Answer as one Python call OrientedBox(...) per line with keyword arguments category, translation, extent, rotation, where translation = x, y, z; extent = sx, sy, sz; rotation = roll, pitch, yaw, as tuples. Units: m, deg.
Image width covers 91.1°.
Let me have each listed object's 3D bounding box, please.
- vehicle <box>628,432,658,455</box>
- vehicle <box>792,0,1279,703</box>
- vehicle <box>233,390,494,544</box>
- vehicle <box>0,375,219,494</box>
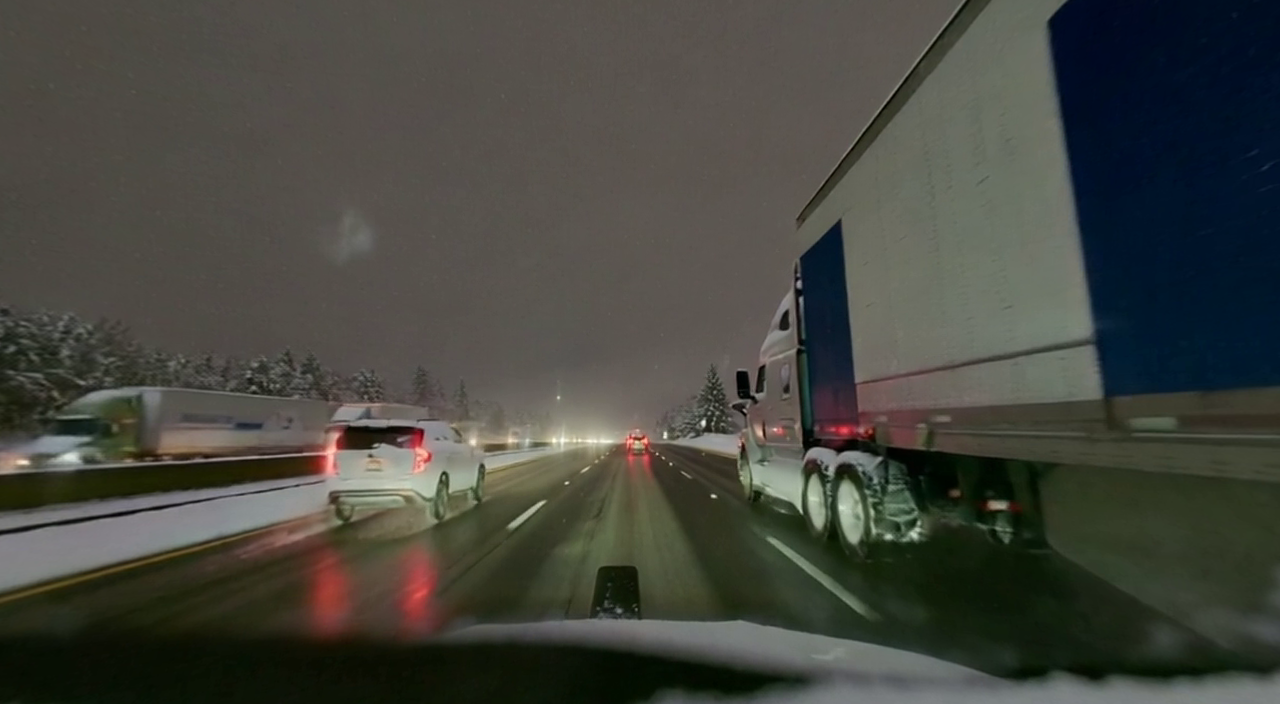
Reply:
OrientedBox(category="vehicle", translation=(0.190, 6.547, 45.306), extent=(2.051, 1.528, 4.265), rotation=(0, -8, -1))
OrientedBox(category="vehicle", translation=(3.652, -0.598, 1.340), extent=(2.899, 4.264, 14.325), rotation=(1, -8, -1))
OrientedBox(category="vehicle", translation=(-3.994, 1.738, 10.237), extent=(2.115, 1.887, 4.721), rotation=(0, -8, 0))
OrientedBox(category="vehicle", translation=(-19.763, 3.109, 23.817), extent=(3.208, 3.879, 6.222), rotation=(0, -8, -1))
